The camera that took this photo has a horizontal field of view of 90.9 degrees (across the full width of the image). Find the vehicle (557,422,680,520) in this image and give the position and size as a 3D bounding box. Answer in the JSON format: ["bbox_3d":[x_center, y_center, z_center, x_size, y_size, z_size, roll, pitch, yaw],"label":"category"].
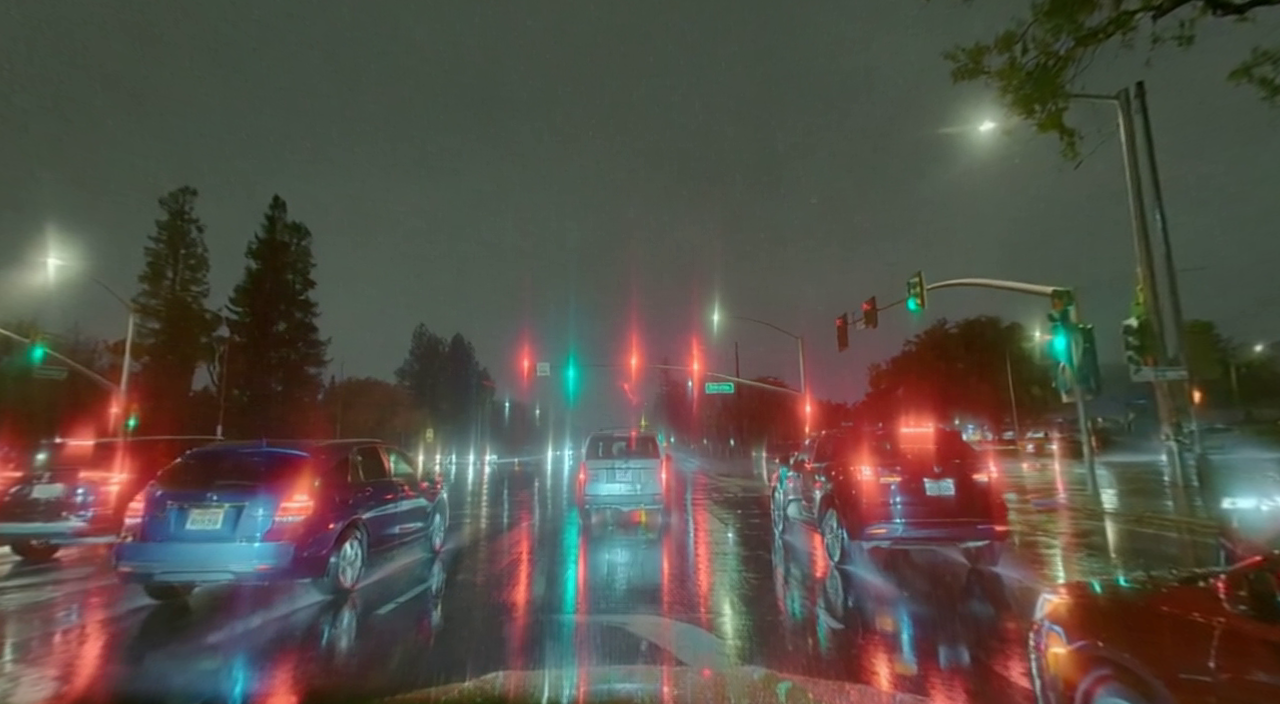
[{"bbox_3d":[-0.399,2.445,13.407,2.215,1.749,3.976,0,-8,0],"label":"vehicle"}]

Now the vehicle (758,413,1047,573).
[{"bbox_3d":[3.284,1.852,9.134,2.097,1.707,4.461,0,-8,-2],"label":"vehicle"}]

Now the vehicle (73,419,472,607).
[{"bbox_3d":[-3.540,1.613,7.305,1.941,1.492,4.399,0,-8,1],"label":"vehicle"}]

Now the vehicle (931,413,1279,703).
[{"bbox_3d":[3.249,1.005,2.606,1.960,1.460,4.233,0,-8,-2],"label":"vehicle"}]
